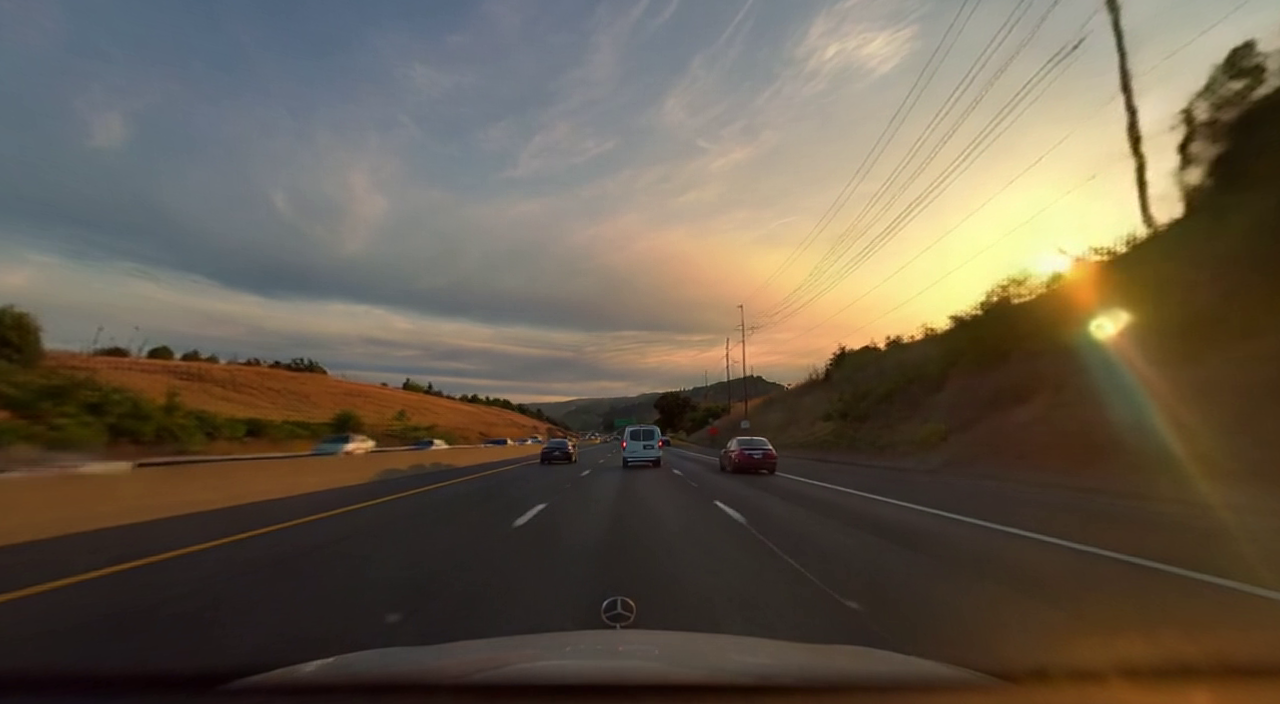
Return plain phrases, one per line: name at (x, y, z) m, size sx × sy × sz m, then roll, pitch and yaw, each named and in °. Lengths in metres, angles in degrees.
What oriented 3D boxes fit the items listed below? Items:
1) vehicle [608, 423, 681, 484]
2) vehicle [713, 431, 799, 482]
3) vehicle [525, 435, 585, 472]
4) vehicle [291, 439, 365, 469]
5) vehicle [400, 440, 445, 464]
vehicle at (0.088, 3.320, 21.019) m, size 2.159 × 1.811 × 4.238 m, roll 0°, pitch -8°, yaw -1°
vehicle at (3.889, 3.556, 21.937) m, size 1.923 × 1.562 × 4.691 m, roll 0°, pitch -8°, yaw -2°
vehicle at (-3.756, 4.541, 28.601) m, size 2.093 × 1.517 × 4.648 m, roll 0°, pitch -8°, yaw 0°
vehicle at (-18.789, 6.127, 38.224) m, size 2.050 × 1.716 × 4.775 m, roll 0°, pitch -8°, yaw -1°
vehicle at (-14.885, 6.837, 43.297) m, size 1.806 × 1.476 × 3.868 m, roll 0°, pitch -8°, yaw -2°
